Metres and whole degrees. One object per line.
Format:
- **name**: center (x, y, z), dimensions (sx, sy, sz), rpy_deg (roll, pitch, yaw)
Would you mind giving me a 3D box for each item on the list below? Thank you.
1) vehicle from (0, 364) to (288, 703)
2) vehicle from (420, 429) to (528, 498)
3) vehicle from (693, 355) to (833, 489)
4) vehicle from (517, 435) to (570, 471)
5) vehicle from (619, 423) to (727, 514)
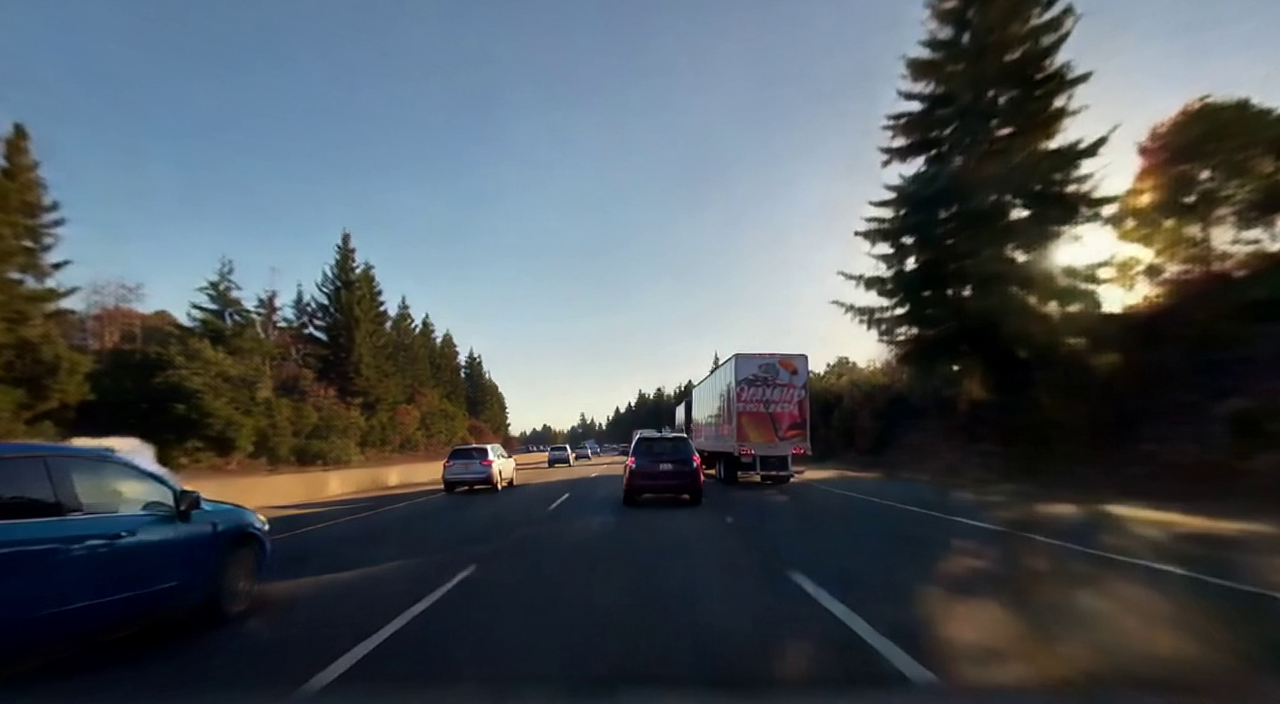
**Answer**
- **vehicle**: center (-4.075, 0.929, 3.221), dimensions (1.983, 1.666, 4.452), rpy_deg (0, -8, 0)
- **vehicle**: center (-4.343, 2.954, 17.099), dimensions (1.905, 1.642, 3.803), rpy_deg (0, -8, 0)
- **vehicle**: center (4.336, 3.132, 26.280), dimensions (2.828, 4.081, 14.220), rpy_deg (0, -8, -1)
- **vehicle**: center (-4.733, 5.034, 31.580), dimensions (2.014, 1.683, 4.275), rpy_deg (0, -8, 0)
- **vehicle**: center (0.601, 2.428, 13.549), dimensions (2.017, 1.662, 3.543), rpy_deg (0, -8, 0)
